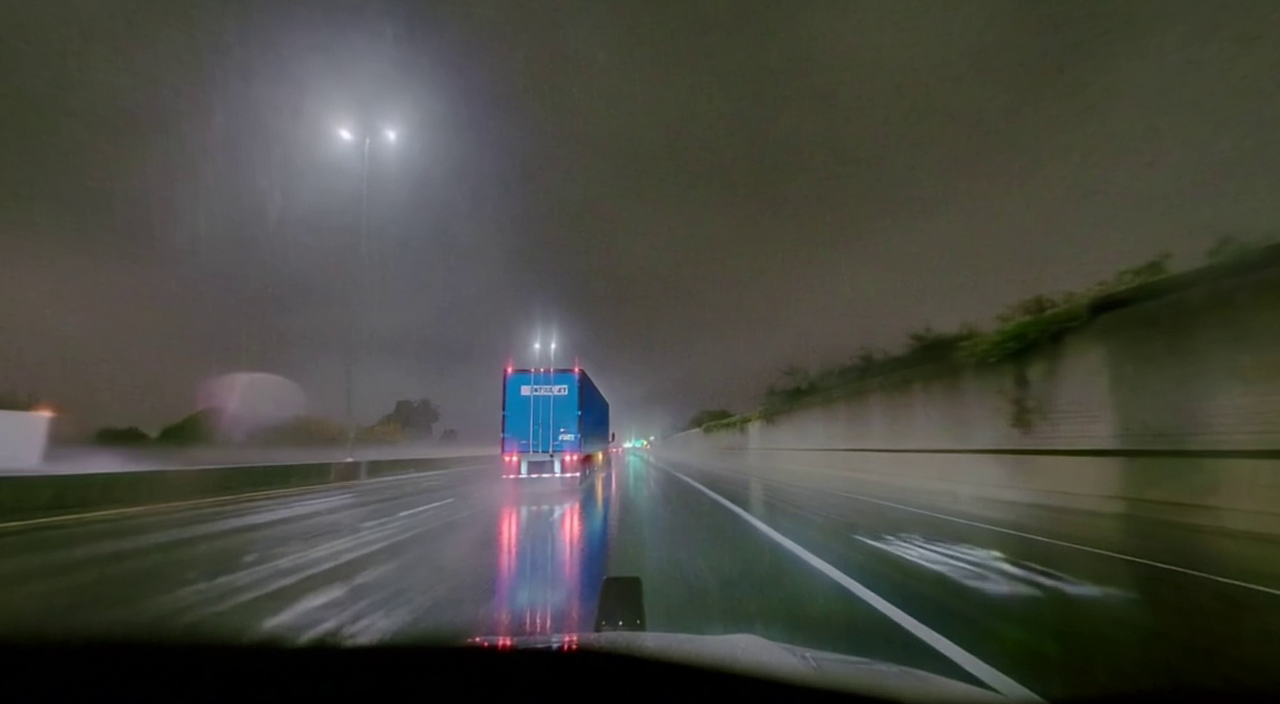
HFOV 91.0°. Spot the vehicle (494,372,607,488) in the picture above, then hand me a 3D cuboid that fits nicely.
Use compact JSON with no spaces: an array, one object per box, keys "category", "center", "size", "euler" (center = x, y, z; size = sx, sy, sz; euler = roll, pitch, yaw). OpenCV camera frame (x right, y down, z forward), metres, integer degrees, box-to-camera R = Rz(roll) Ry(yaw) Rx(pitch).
[{"category":"vehicle","center":[-3.337,3.509,27.162],"size":[3.059,3.956,11.036],"euler":[0,-9,1]}]
